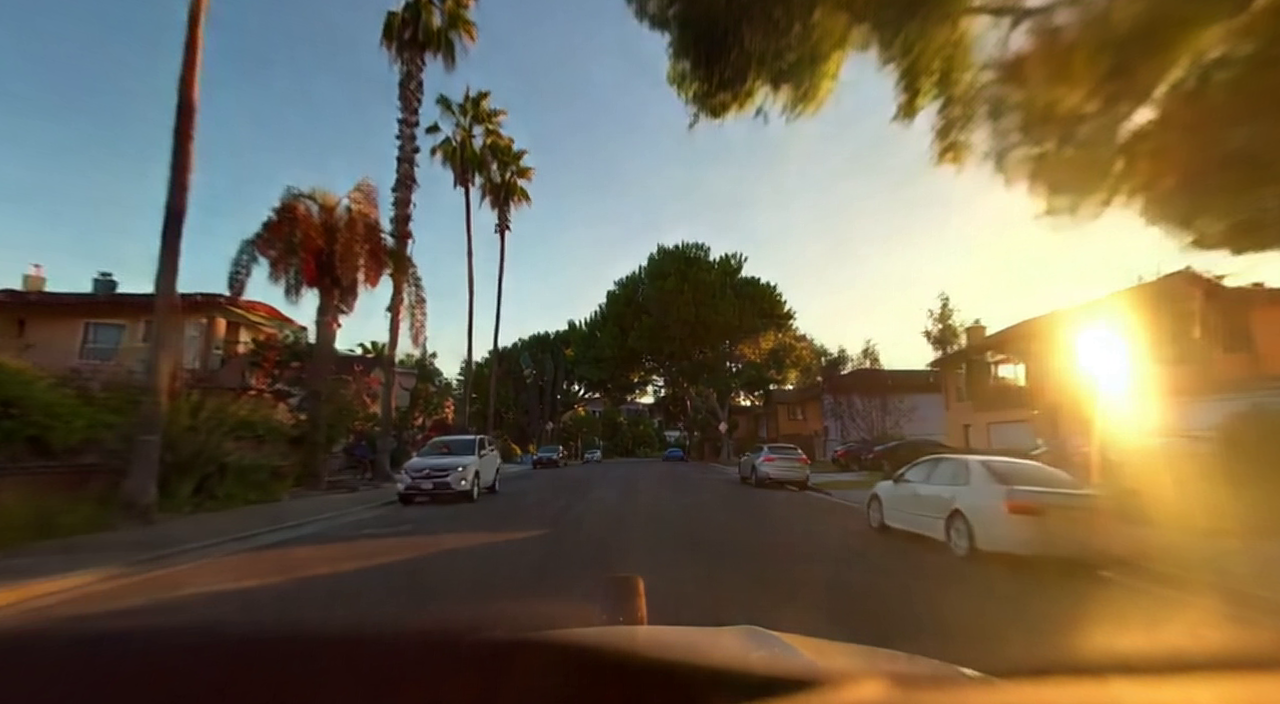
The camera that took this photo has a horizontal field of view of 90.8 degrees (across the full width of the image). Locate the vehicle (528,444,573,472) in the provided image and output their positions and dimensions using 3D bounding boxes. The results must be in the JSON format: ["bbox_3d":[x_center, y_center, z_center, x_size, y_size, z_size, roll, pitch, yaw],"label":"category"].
[{"bbox_3d":[-5.478,6.533,39.251,2.079,1.486,4.877,-3,-8,-1],"label":"vehicle"}]

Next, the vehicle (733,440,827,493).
[{"bbox_3d":[4.511,3.760,21.104,1.991,1.554,4.501,0,-9,-1],"label":"vehicle"}]

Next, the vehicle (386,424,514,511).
[{"bbox_3d":[-4.865,3.021,17.037,2.149,1.877,5.082,-1,-8,-3],"label":"vehicle"}]

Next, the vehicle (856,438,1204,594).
[{"bbox_3d":[4.790,2.025,8.793,2.056,1.464,4.493,3,-9,1],"label":"vehicle"}]
